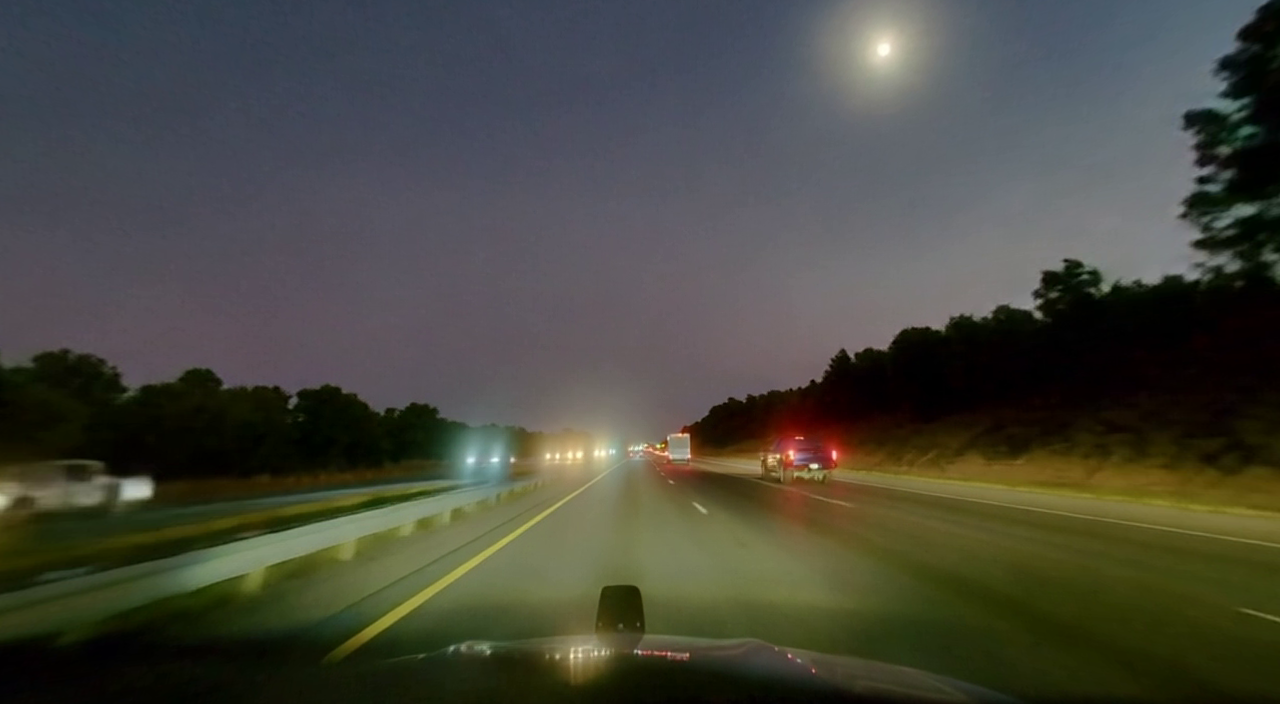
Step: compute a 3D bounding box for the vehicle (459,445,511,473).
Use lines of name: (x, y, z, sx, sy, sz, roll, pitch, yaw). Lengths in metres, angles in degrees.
vehicle: (-9.998, 6.934, 41.032, 2.173, 1.668, 4.848, 0, -9, 0)
